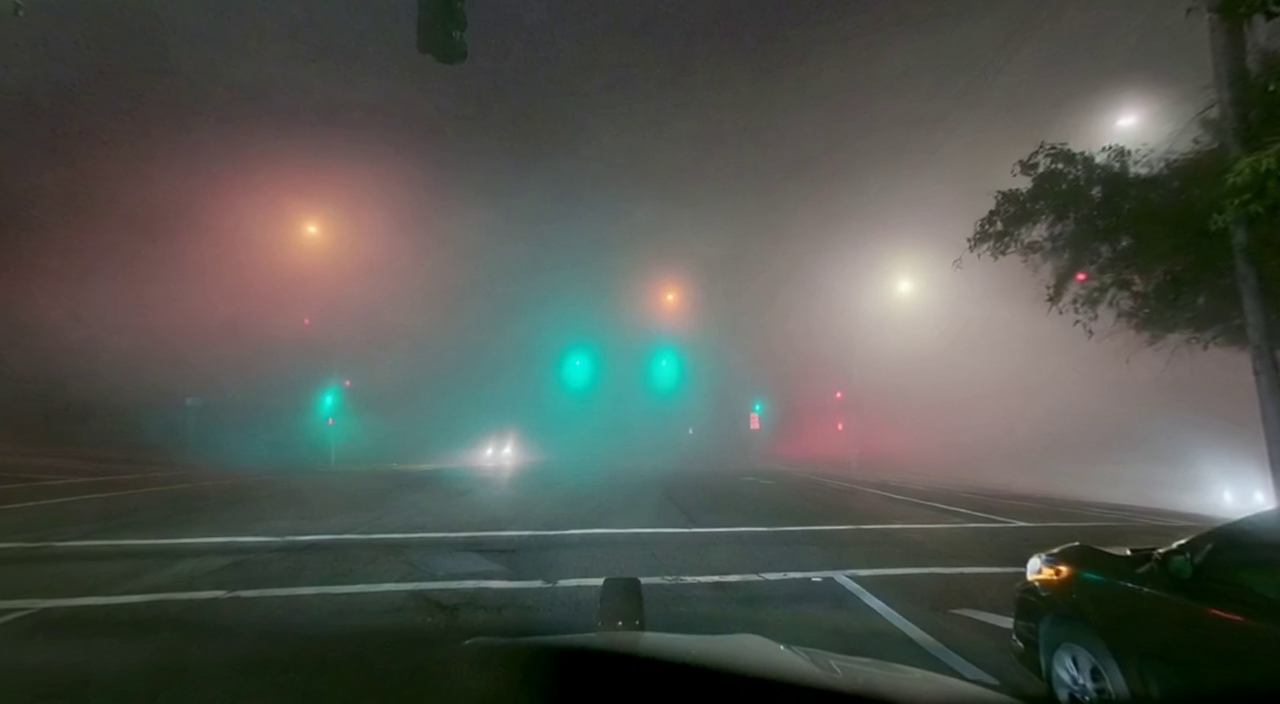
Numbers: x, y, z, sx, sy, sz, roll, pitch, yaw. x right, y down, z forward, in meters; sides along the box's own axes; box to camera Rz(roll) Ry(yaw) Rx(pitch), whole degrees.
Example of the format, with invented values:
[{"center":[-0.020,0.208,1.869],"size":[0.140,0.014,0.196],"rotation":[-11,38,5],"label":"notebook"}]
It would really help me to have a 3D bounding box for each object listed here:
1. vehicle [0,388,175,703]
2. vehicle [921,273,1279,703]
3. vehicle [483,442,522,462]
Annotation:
[{"center":[-3.183,0.675,0.654],"size":[2.168,1.518,4.231],"rotation":[0,-9,0],"label":"vehicle"},{"center":[3.224,0.691,2.164],"size":[2.256,1.856,4.840],"rotation":[0,-9,0],"label":"vehicle"},{"center":[-10.490,7.675,48.509],"size":[1.983,1.482,4.190],"rotation":[-1,-9,2],"label":"vehicle"}]
